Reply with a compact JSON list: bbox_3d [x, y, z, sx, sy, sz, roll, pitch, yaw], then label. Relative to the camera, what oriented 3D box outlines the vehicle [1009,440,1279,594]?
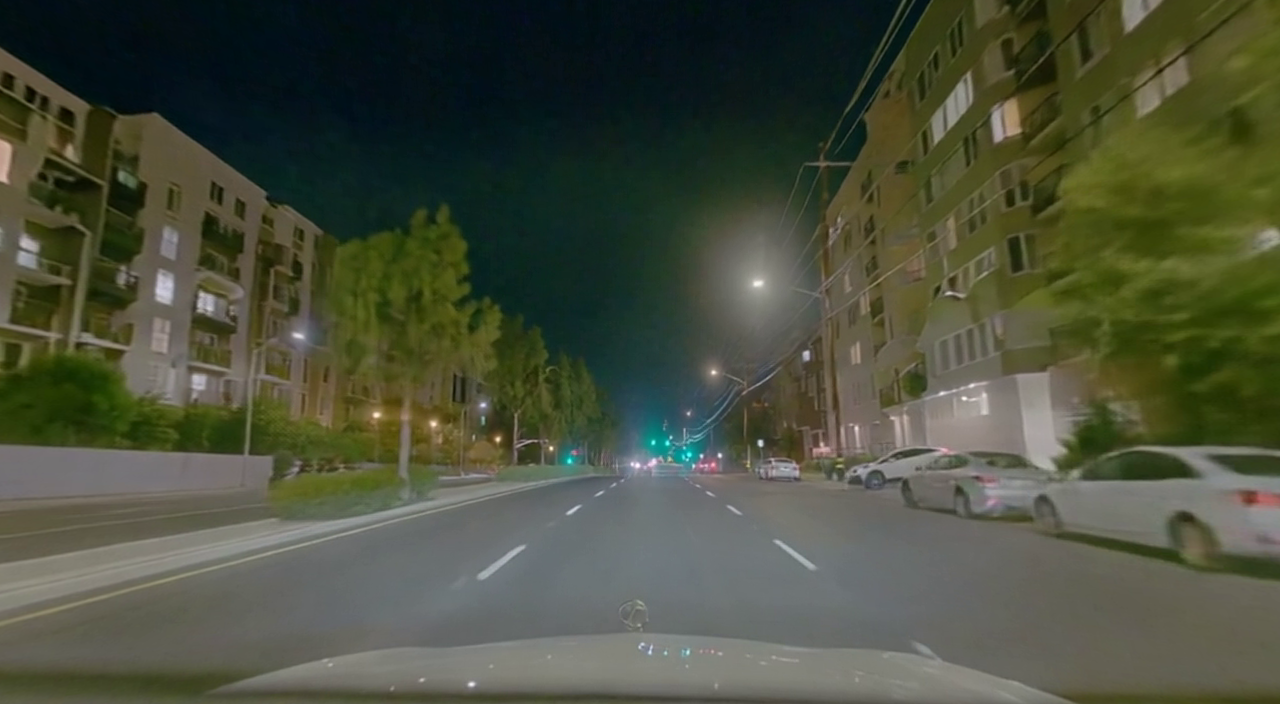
[{"bbox_3d":[7.095,1.895,8.171,1.875,1.481,4.434,0,-8,-1],"label":"vehicle"}]

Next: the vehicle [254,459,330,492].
[{"bbox_3d":[-21.607,7.650,39.419,1.895,1.798,4.703,-1,-8,2],"label":"vehicle"}]

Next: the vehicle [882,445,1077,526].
[{"bbox_3d":[7.216,2.830,14.039,1.927,1.494,4.362,0,-8,0],"label":"vehicle"}]

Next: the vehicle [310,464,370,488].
[{"bbox_3d":[-21.522,8.916,45.531,1.906,1.487,4.773,0,-8,1],"label":"vehicle"}]

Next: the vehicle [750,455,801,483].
[{"bbox_3d":[7.888,6.864,37.240,1.986,1.467,4.412,0,-8,-1],"label":"vehicle"}]
